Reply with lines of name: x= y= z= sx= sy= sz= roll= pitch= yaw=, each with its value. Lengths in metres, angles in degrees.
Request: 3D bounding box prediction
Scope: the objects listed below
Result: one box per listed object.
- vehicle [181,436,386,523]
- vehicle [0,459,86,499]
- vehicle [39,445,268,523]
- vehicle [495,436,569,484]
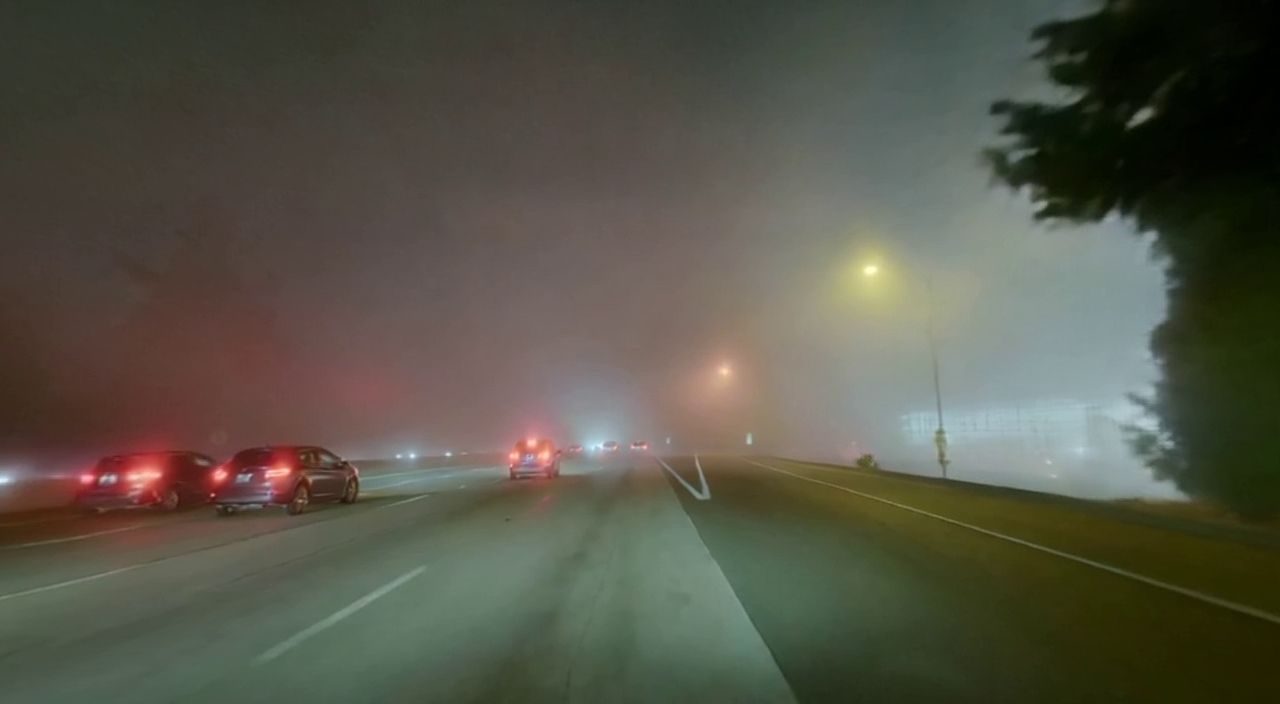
vehicle: x=-7.940 y=2.853 z=14.702 sx=2.071 sy=1.661 sz=4.540 roll=-1 pitch=-8 yaw=1
vehicle: x=-27.626 y=5.586 z=27.797 sx=1.945 sy=1.532 sz=4.780 roll=-1 pitch=-8 yaw=0
vehicle: x=-11.714 y=3.158 z=15.700 sx=2.003 sy=1.595 sz=4.532 roll=-1 pitch=-8 yaw=1
vehicle: x=-4.273 y=4.336 z=25.664 sx=2.158 sy=1.717 sz=4.375 roll=-1 pitch=-8 yaw=1
